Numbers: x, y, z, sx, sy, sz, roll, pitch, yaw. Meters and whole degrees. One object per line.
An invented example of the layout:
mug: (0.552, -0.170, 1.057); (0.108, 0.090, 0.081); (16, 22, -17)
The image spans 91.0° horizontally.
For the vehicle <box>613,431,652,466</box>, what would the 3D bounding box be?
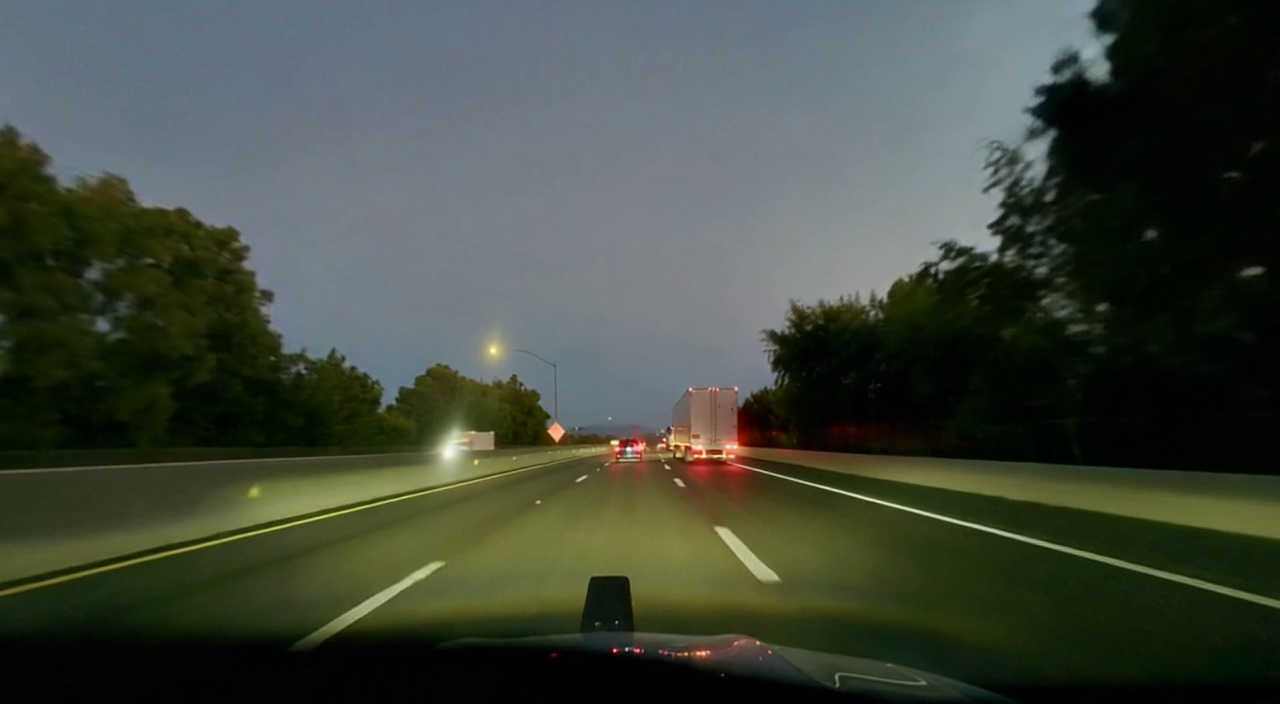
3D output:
vehicle: (-0.395, 5.738, 37.445); (2.211, 1.933, 4.315); (-1, -8, 1)

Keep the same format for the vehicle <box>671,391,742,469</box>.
vehicle: (3.907, 5.169, 40.719); (3.005, 4.121, 14.417); (-1, -8, 0)
